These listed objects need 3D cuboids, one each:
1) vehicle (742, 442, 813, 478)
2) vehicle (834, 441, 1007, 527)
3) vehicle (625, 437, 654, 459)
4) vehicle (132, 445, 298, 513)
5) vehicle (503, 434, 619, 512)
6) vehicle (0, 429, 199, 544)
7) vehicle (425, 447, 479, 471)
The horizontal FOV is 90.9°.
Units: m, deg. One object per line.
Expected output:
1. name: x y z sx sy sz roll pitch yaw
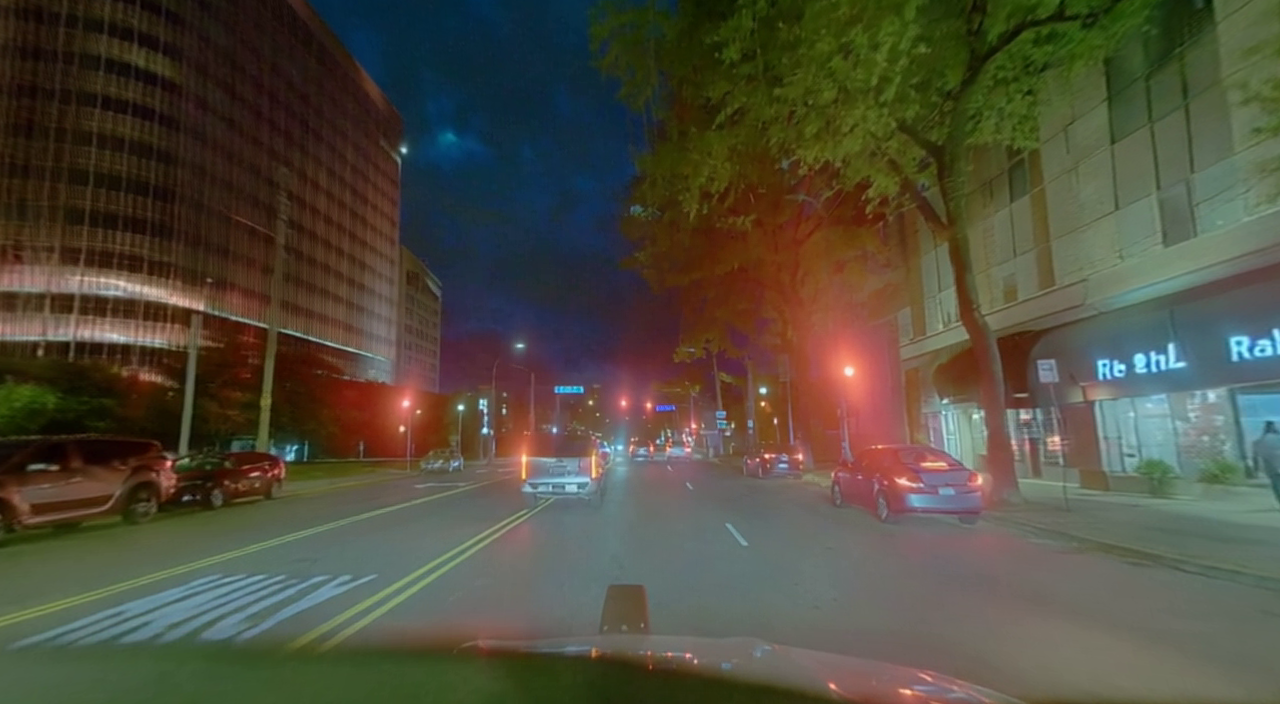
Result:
1. vehicle: 5.879 4.667 27.504 1.956 1.446 4.537 0 -8 -1
2. vehicle: 5.737 2.713 13.525 1.986 1.555 3.879 0 -8 1
3. vehicle: -0.081 7.138 46.804 2.102 1.521 4.078 0 -8 -1
4. vehicle: -12.649 3.743 19.205 2.000 1.708 4.494 -3 -8 -1
5. vehicle: -1.729 2.621 14.213 2.169 1.427 4.531 1 -9 -6
6. vehicle: -12.652 2.699 13.206 2.384 2.044 6.030 0 -8 0
7. vehicle: -12.588 7.185 42.540 2.075 1.472 4.638 0 -8 2
